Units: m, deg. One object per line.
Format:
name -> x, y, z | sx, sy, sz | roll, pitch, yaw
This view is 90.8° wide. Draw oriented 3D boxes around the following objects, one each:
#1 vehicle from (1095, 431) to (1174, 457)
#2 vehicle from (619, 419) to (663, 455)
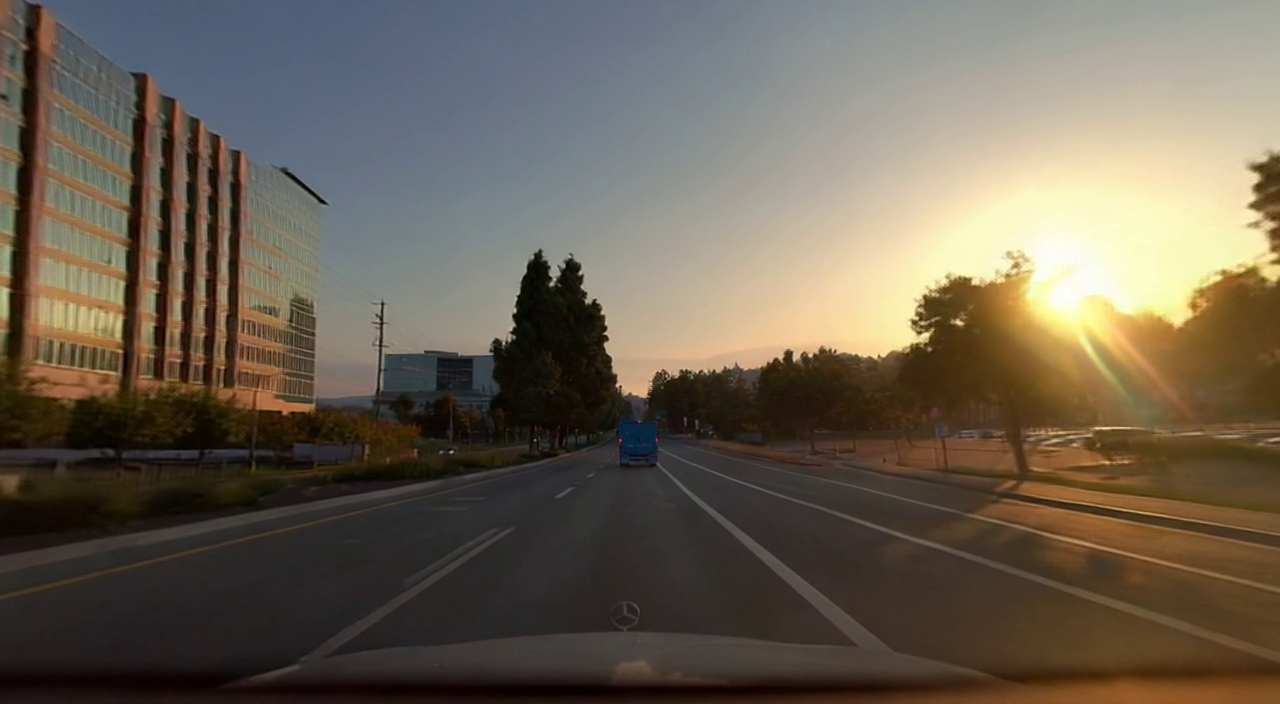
vehicle -> 35.717, 6.658, 45.702 | 4.297, 1.798, 1.955 | 0, -8, -10
vehicle -> -0.054, 4.736, 34.836 | 2.178, 1.829, 4.932 | 0, -9, -3
